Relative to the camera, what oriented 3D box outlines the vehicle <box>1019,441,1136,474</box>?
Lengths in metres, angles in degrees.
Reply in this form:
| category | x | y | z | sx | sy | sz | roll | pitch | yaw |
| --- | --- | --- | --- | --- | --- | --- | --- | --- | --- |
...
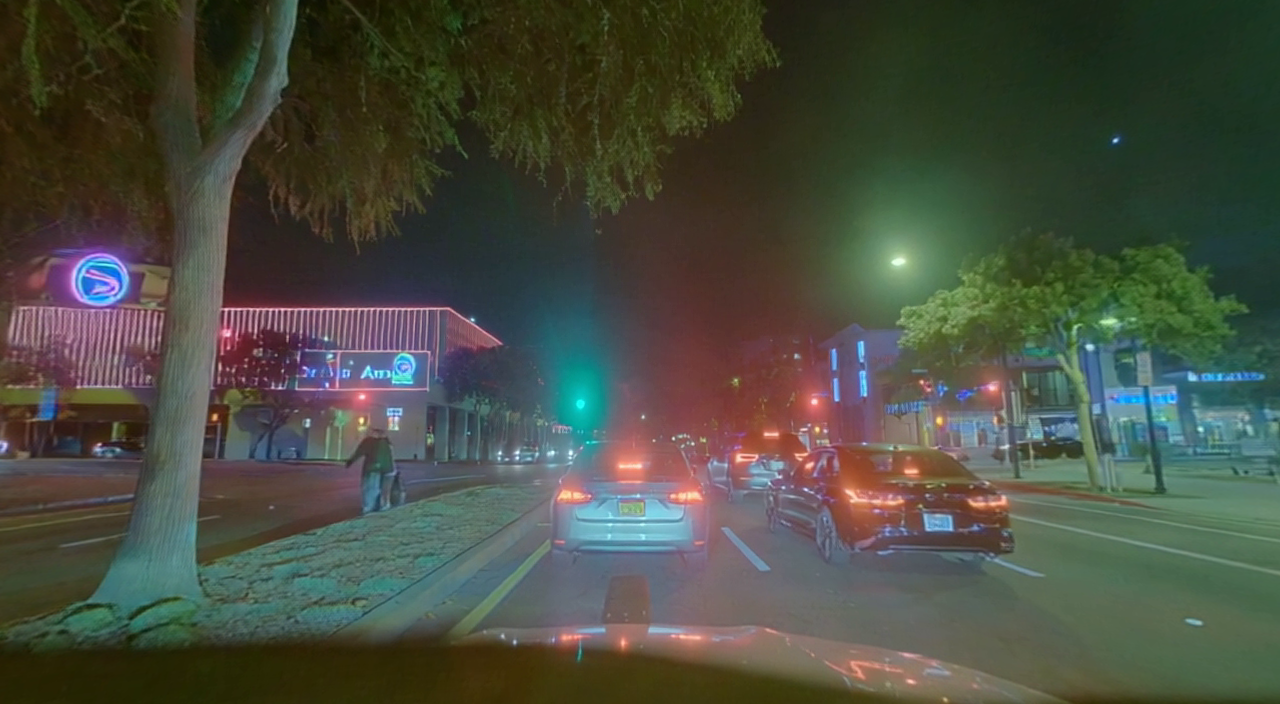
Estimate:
| category | x | y | z | sx | sy | sz | roll | pitch | yaw |
| --- | --- | --- | --- | --- | --- | --- | --- | --- | --- |
| vehicle | 23.063 | 5.571 | 33.362 | 4.610 | 1.622 | 1.934 | -1 | -8 | 4 |

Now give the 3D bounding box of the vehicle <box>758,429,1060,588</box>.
| category | x | y | z | sx | sy | sz | roll | pitch | yaw |
| --- | --- | --- | --- | --- | --- | --- | --- | --- | --- |
| vehicle | 2.901 | 1.769 | 8.024 | 1.893 | 1.446 | 4.270 | 0 | -8 | -1 |

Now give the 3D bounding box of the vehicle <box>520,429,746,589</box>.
| category | x | y | z | sx | sy | sz | roll | pitch | yaw |
| --- | --- | --- | --- | --- | --- | --- | --- | --- | --- |
| vehicle | -0.100 | 1.759 | 7.961 | 2.087 | 1.456 | 4.143 | 0 | -8 | -1 |
